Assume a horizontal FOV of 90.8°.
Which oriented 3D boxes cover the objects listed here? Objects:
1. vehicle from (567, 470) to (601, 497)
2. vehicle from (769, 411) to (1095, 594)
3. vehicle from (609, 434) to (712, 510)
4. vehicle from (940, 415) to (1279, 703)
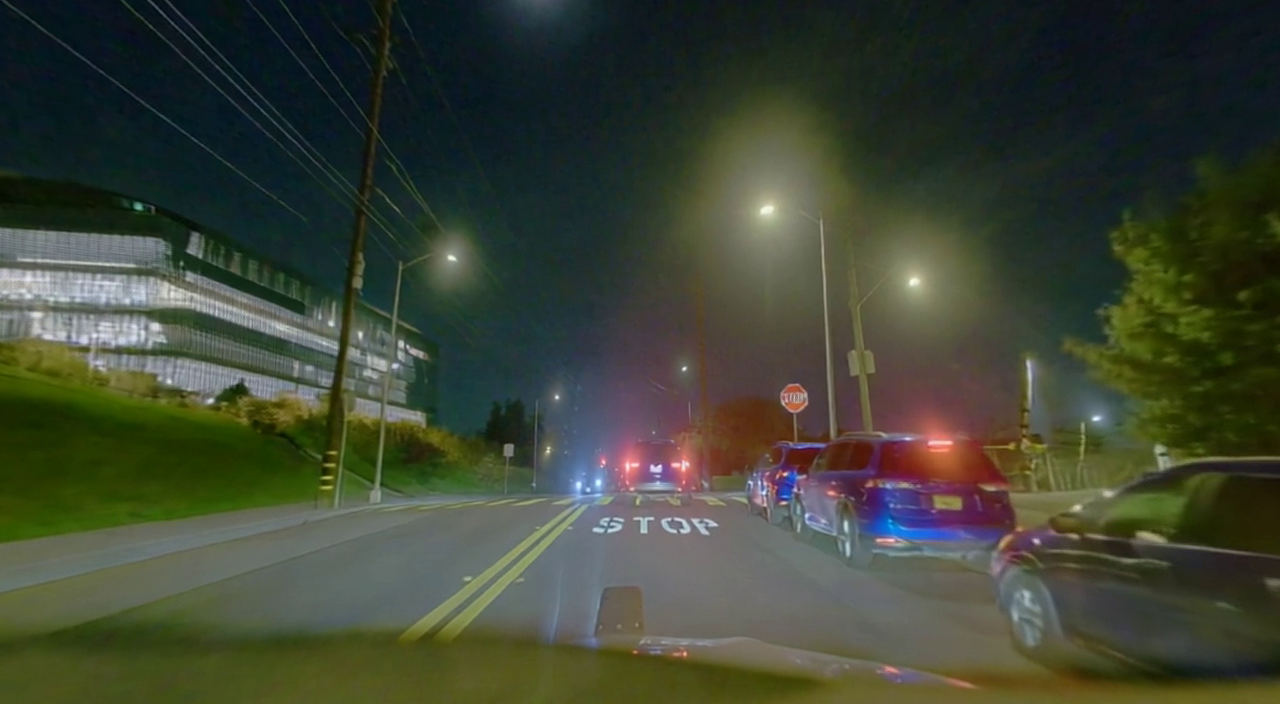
[{"bbox_3d":[-3.646,8.633,41.691,1.911,1.563,4.057,0,-8,0],"label":"vehicle"},{"bbox_3d":[3.262,1.764,8.330,2.039,1.731,4.428,0,-8,-2],"label":"vehicle"},{"bbox_3d":[0.738,3.243,17.644,2.214,1.789,4.872,-2,-9,10],"label":"vehicle"},{"bbox_3d":[3.401,1.065,2.980,1.828,1.476,3.984,0,-8,-3],"label":"vehicle"}]
